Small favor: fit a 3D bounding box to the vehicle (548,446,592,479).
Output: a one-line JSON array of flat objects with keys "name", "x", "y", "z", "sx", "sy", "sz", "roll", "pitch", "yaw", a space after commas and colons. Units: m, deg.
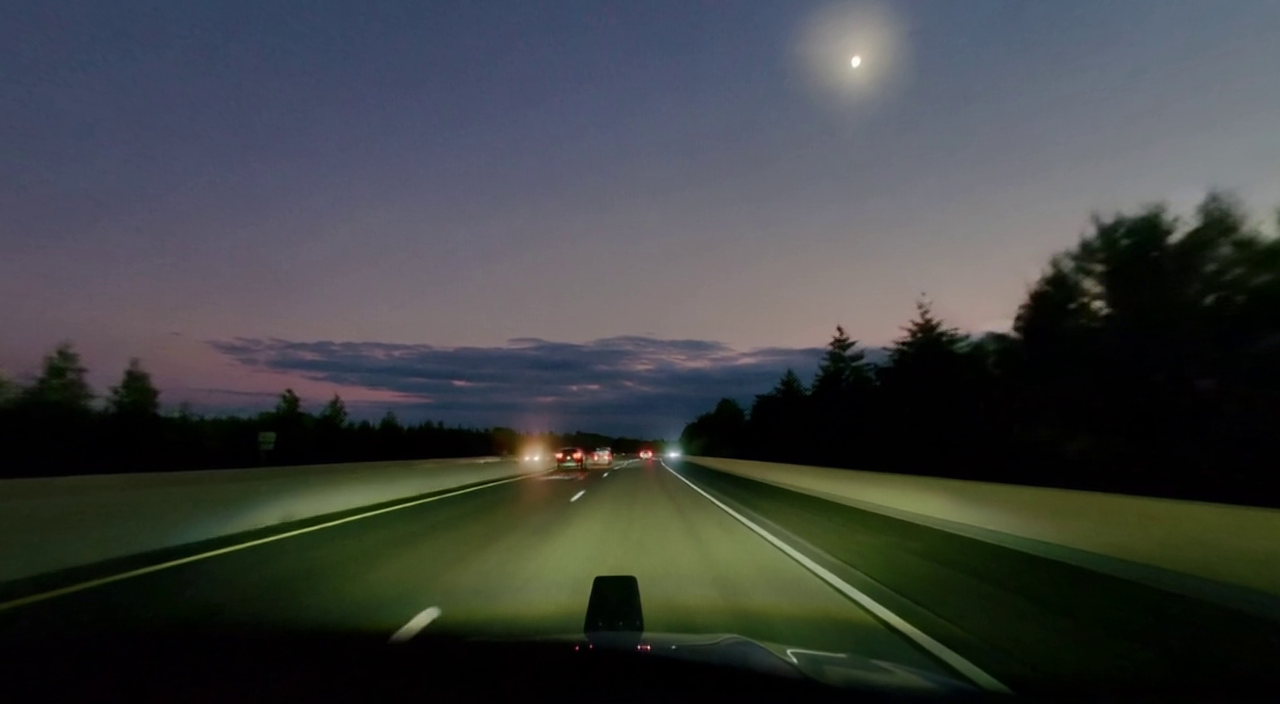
[{"name": "vehicle", "x": -3.638, "y": 5.794, "z": 33.335, "sx": 1.846, "sy": 1.600, "sz": 4.108, "roll": -1, "pitch": -9, "yaw": 0}]
